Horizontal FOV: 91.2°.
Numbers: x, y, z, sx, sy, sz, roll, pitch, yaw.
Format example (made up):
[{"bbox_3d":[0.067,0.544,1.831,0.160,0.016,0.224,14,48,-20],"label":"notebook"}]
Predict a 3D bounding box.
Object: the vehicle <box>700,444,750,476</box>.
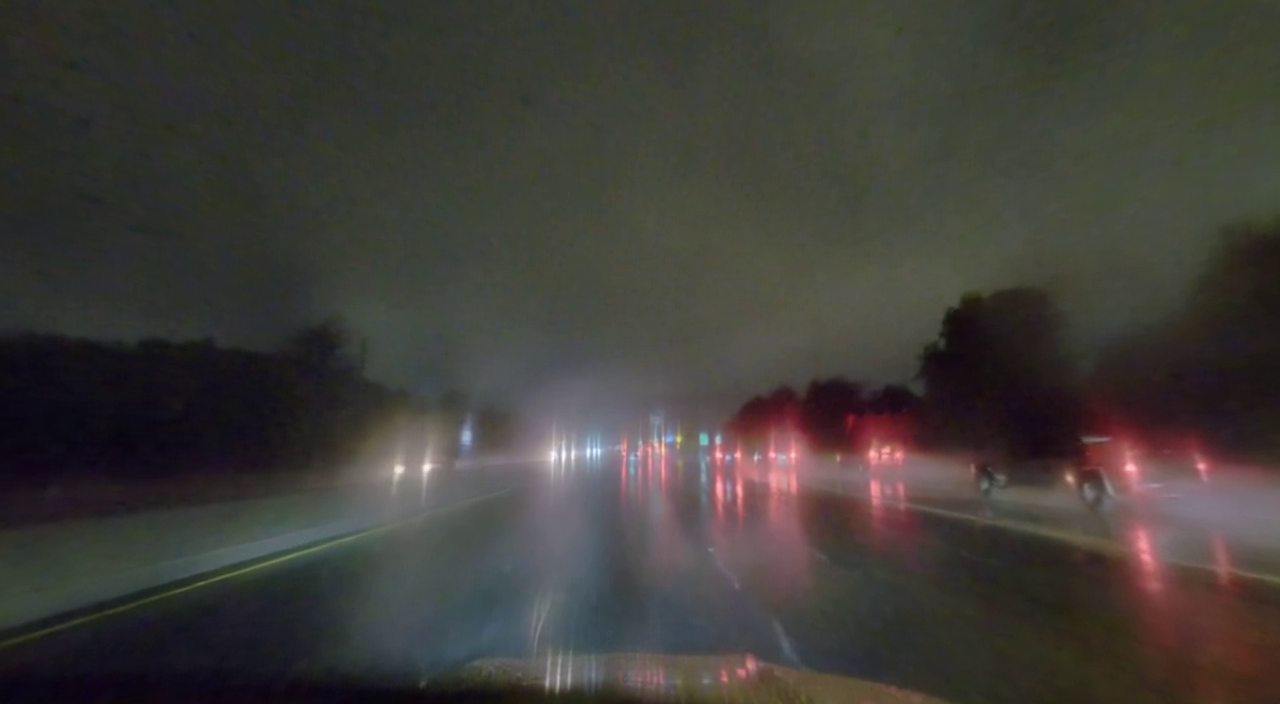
[{"bbox_3d":[4.213,5.399,31.549,1.917,1.488,3.693,0,-9,-1],"label":"vehicle"}]
